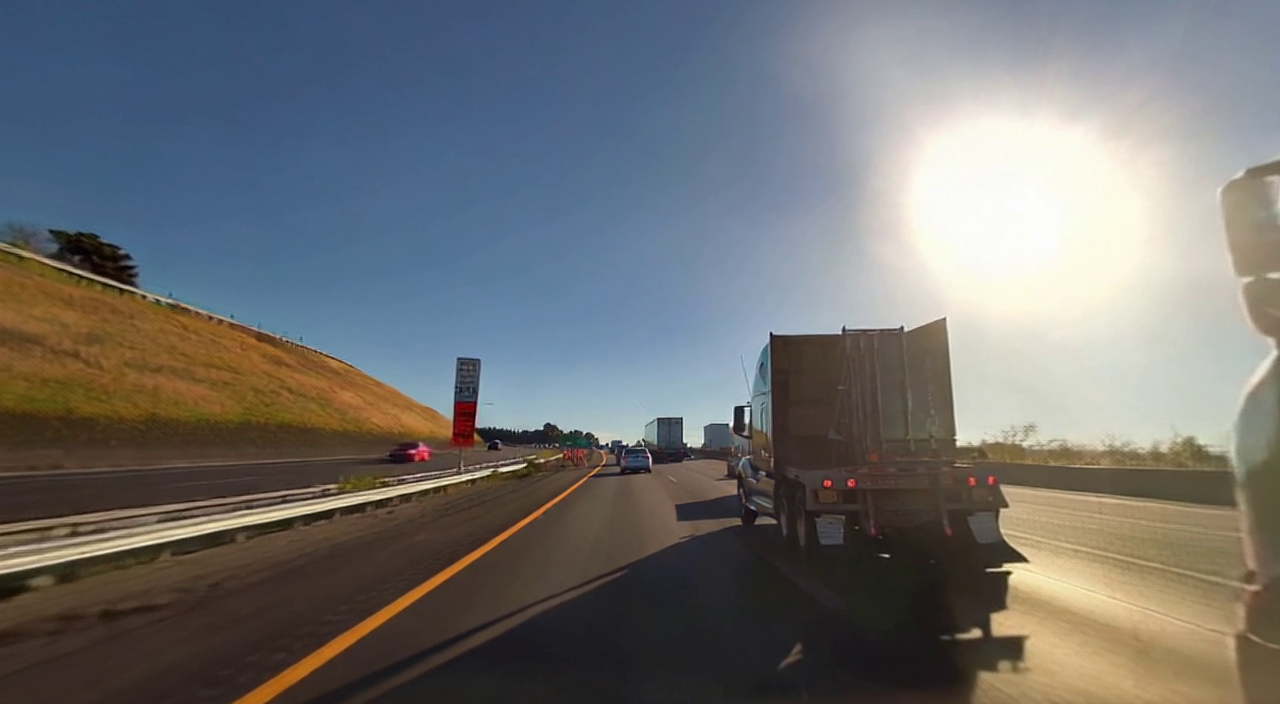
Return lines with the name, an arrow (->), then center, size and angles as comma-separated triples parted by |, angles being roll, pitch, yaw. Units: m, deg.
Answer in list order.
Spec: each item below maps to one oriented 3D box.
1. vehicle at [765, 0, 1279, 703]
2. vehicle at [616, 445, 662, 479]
vehicle -> 3.610, -0.050, 3.865 | 2.874, 4.065, 14.243 | 0, -9, 0
vehicle -> -0.069, 4.888, 28.245 | 1.927, 1.437, 3.794 | 0, -9, -1
